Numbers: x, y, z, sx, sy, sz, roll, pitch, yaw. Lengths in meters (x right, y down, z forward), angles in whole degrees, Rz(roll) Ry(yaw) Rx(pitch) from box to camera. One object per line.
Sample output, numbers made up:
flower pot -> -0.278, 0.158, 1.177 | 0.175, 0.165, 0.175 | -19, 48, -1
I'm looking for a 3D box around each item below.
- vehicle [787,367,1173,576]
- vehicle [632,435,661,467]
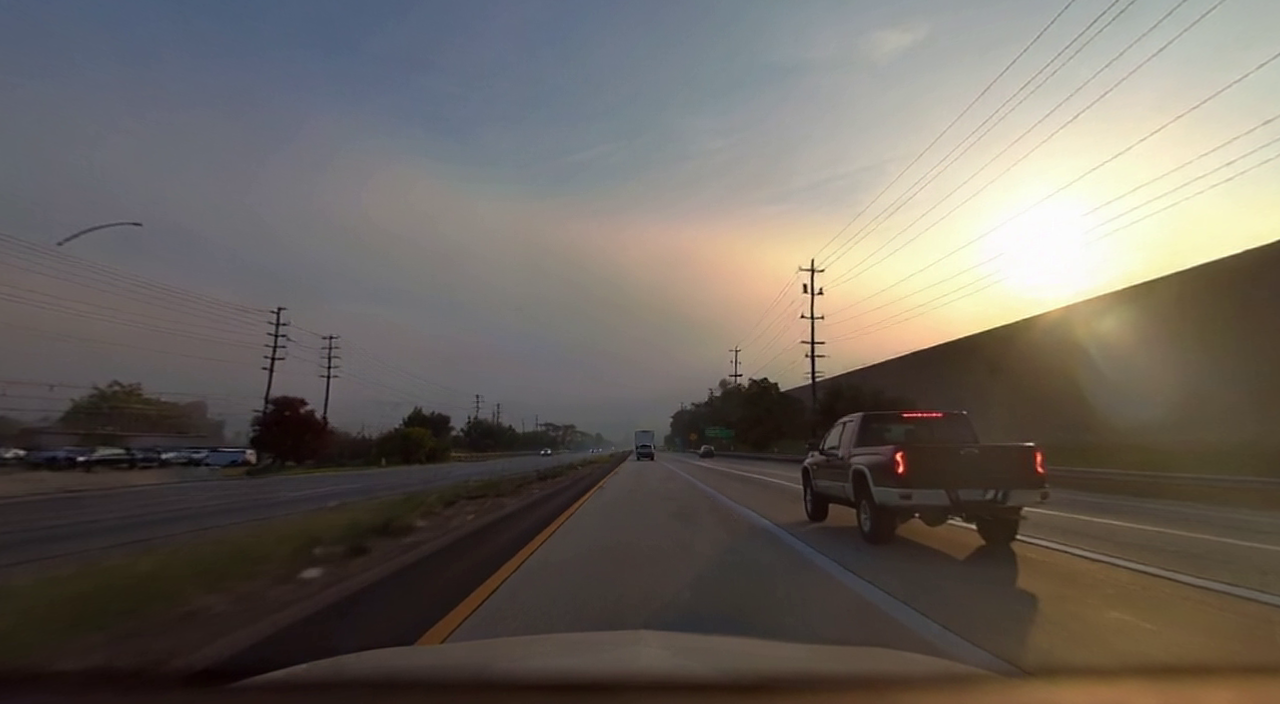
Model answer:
vehicle -> 4.184, 1.653, 9.439 | 2.594, 2.155, 5.670 | 0, -9, 0
vehicle -> 0.458, 7.433, 47.478 | 2.099, 2.260, 4.899 | 0, -9, 0
